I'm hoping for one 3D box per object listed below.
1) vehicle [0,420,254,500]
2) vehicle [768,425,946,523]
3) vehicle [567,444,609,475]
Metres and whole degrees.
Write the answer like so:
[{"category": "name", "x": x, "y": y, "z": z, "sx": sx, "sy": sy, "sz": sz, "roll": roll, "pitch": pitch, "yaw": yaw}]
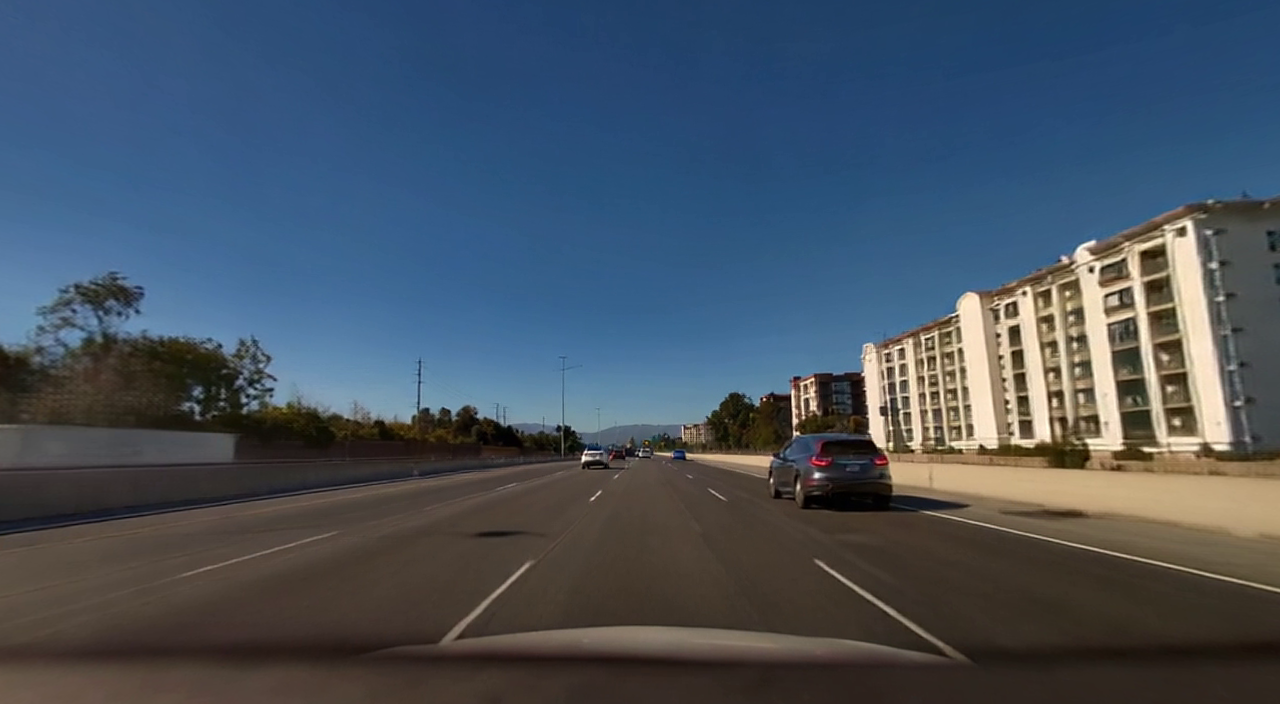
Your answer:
[{"category": "vehicle", "x": -31.297, "y": 6.718, "z": 39.951, "sx": 2.885, "sy": 3.956, "sz": 16.583, "roll": 0, "pitch": -9, "yaw": 1}, {"category": "vehicle", "x": 4.389, "y": 2.562, "z": 13.717, "sx": 2.170, "sy": 1.733, "sz": 4.631, "roll": 0, "pitch": -9, "yaw": 0}, {"category": "vehicle", "x": -3.076, "y": 6.449, "z": 38.139, "sx": 2.075, "sy": 1.721, "sz": 4.763, "roll": 0, "pitch": -9, "yaw": 0}]
